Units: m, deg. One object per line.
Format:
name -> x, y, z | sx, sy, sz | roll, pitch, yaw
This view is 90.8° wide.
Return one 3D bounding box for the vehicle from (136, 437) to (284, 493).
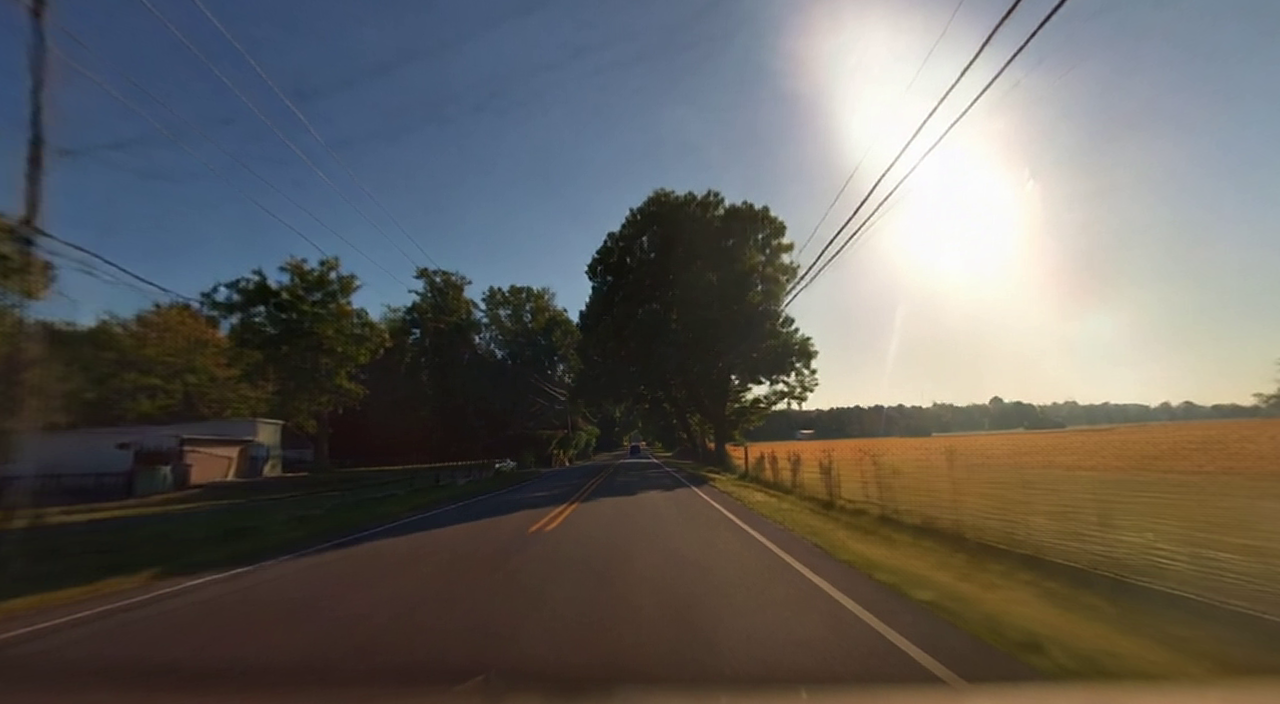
vehicle -> -27.149, 7.125, 40.454 | 2.681, 3.188, 7.534 | -3, -9, 18
